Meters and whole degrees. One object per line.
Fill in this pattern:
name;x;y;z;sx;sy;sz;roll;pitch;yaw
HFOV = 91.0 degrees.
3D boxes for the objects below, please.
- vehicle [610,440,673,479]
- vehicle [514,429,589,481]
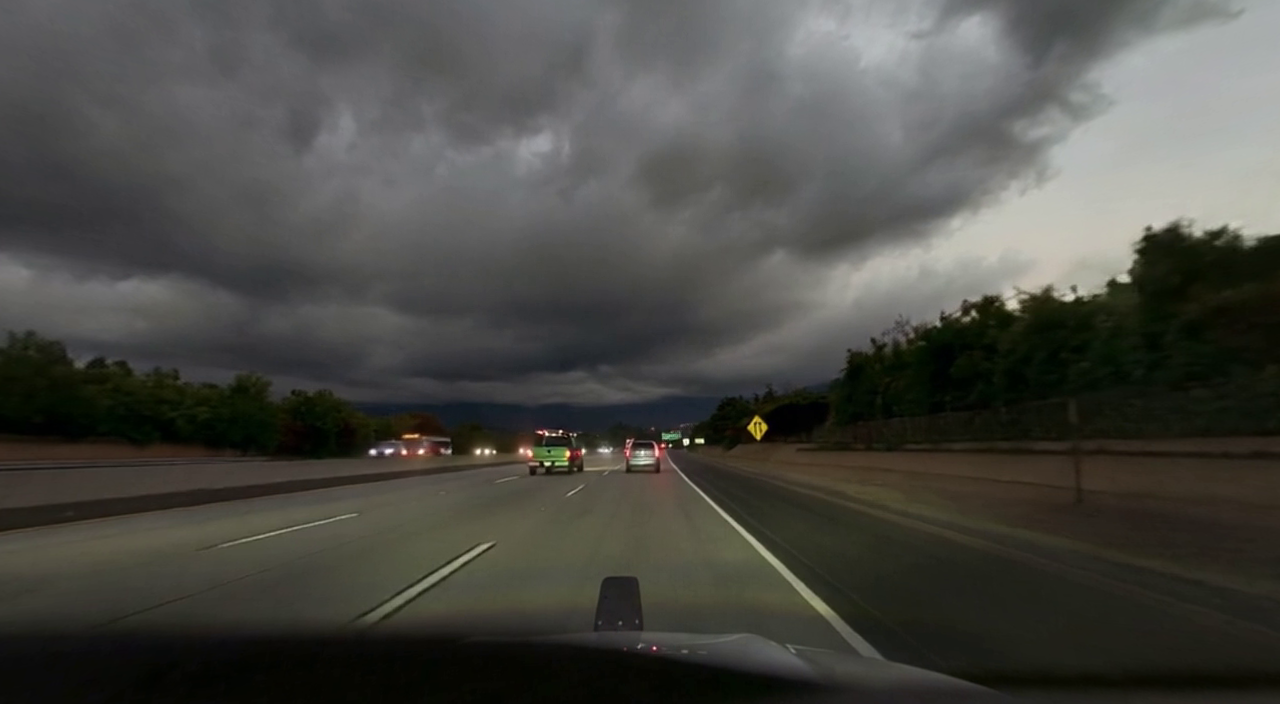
vehicle;0.165;5.032;29.785;2.715;1.669;5.163;0;-9;2
vehicle;-3.548;4.278;26.385;2.250;1.947;4.860;0;-9;2
